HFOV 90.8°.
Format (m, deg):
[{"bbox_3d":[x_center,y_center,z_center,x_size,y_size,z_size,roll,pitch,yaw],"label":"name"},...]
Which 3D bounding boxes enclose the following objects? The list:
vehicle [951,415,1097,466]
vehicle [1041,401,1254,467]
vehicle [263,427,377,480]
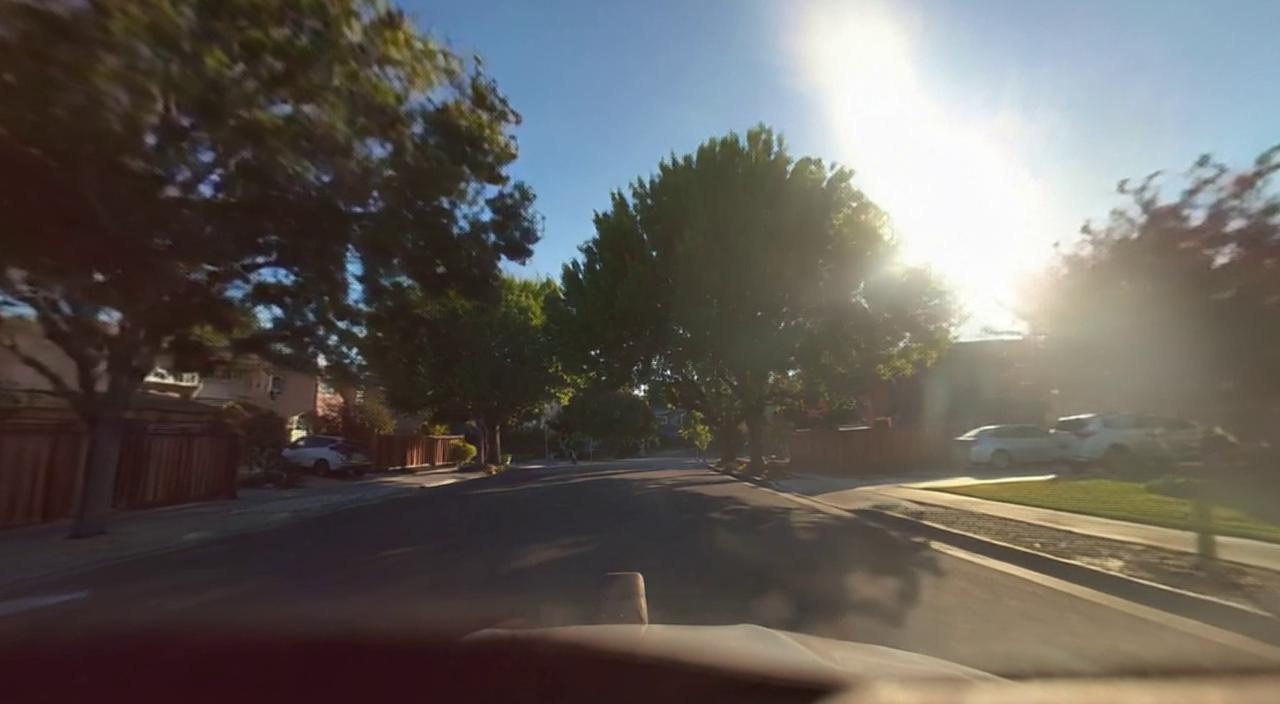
[{"bbox_3d":[13.089,3.066,21.806,3.780,1.601,2.025,-2,-9,13],"label":"vehicle"},{"bbox_3d":[14.391,2.390,18.266,4.261,1.725,1.955,-3,-9,19],"label":"vehicle"},{"bbox_3d":[-12.521,3.929,24.627,4.656,1.835,2.039,-6,-11,37],"label":"vehicle"}]
